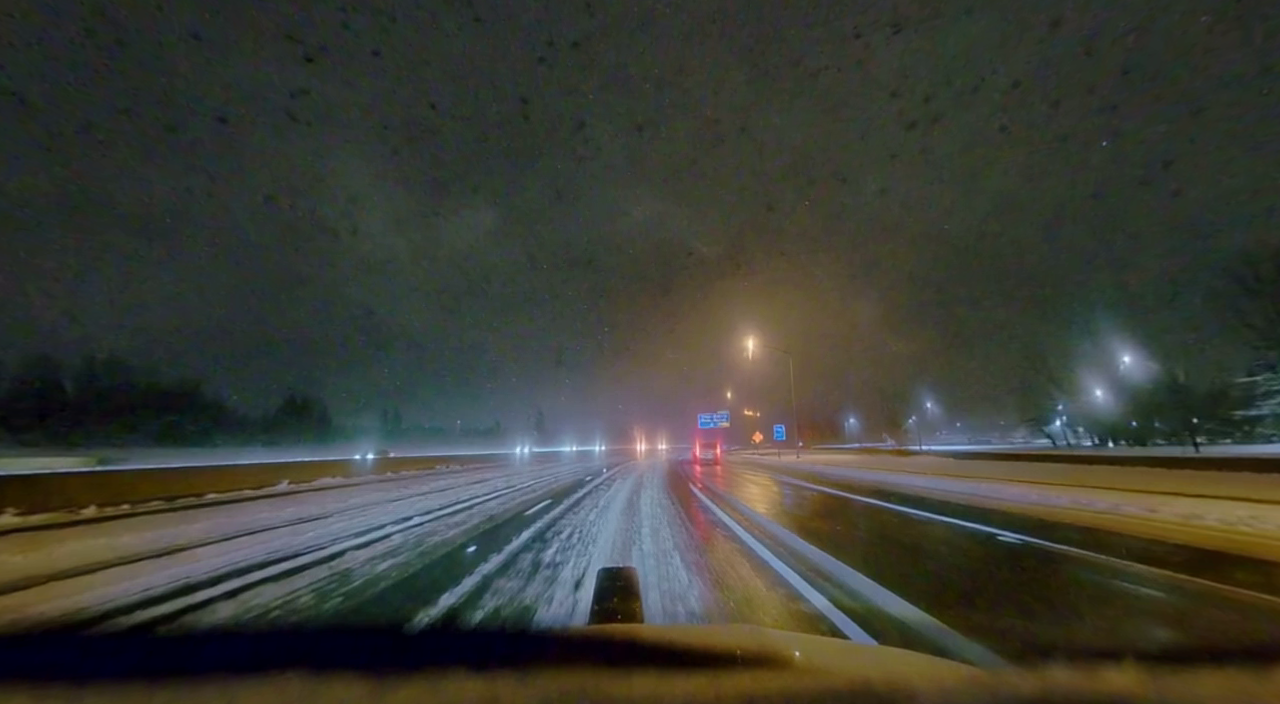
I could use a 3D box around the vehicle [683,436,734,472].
[{"bbox_3d":[3.524,5.365,33.318,2.224,1.738,4.376,0,-9,0],"label":"vehicle"}]
